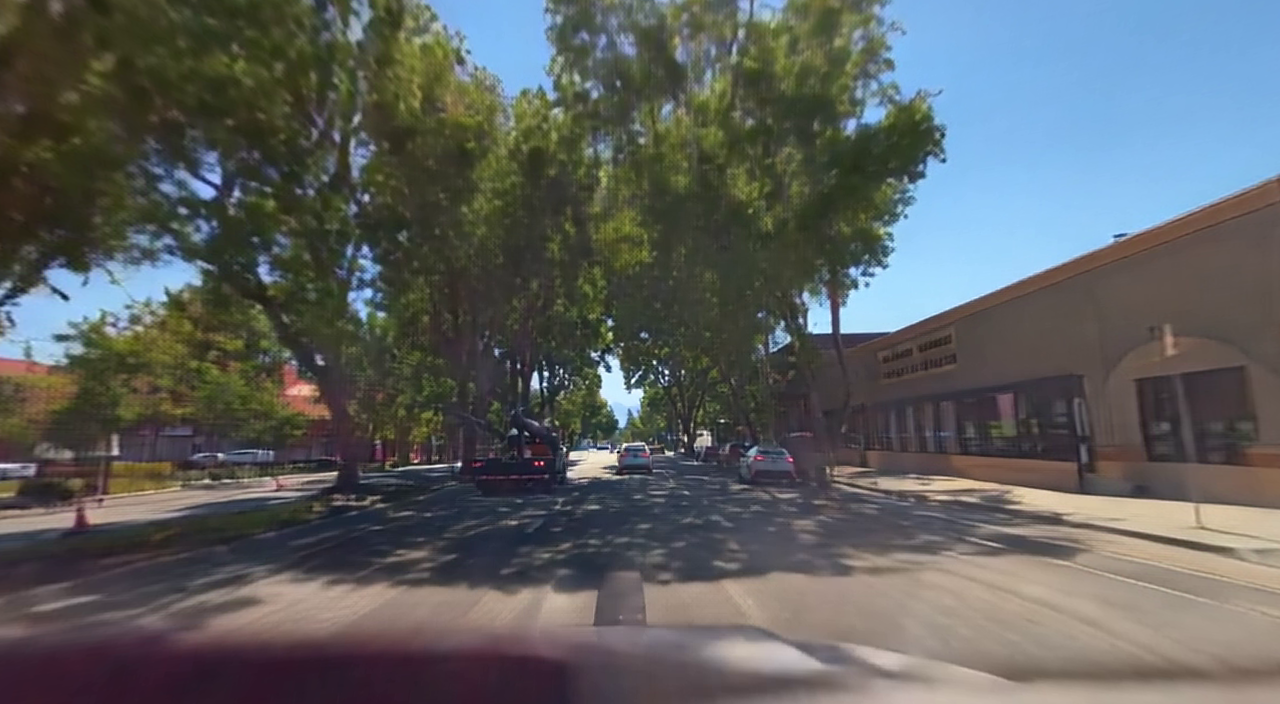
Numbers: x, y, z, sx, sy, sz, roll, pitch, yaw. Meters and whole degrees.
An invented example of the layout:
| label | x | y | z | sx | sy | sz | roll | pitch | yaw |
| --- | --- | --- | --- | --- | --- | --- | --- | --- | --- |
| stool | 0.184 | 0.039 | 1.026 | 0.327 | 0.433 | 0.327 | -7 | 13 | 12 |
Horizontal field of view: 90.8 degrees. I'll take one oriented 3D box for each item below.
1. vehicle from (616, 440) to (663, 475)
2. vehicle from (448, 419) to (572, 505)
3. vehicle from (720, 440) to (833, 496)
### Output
| label | x | y | z | sx | sy | sz | roll | pitch | yaw |
| --- | --- | --- | --- | --- | --- | --- | --- | --- | --- |
| vehicle | -0.070 | 5.748 | 34.680 | 2.413 | 1.748 | 4.406 | 0 | -8 | -1 |
| vehicle | -3.454 | 3.093 | 18.244 | 2.424 | 2.063 | 5.678 | 0 | -9 | -1 |
| vehicle | 4.298 | 3.726 | 20.782 | 2.082 | 1.601 | 4.451 | 1 | -9 | -10 |
